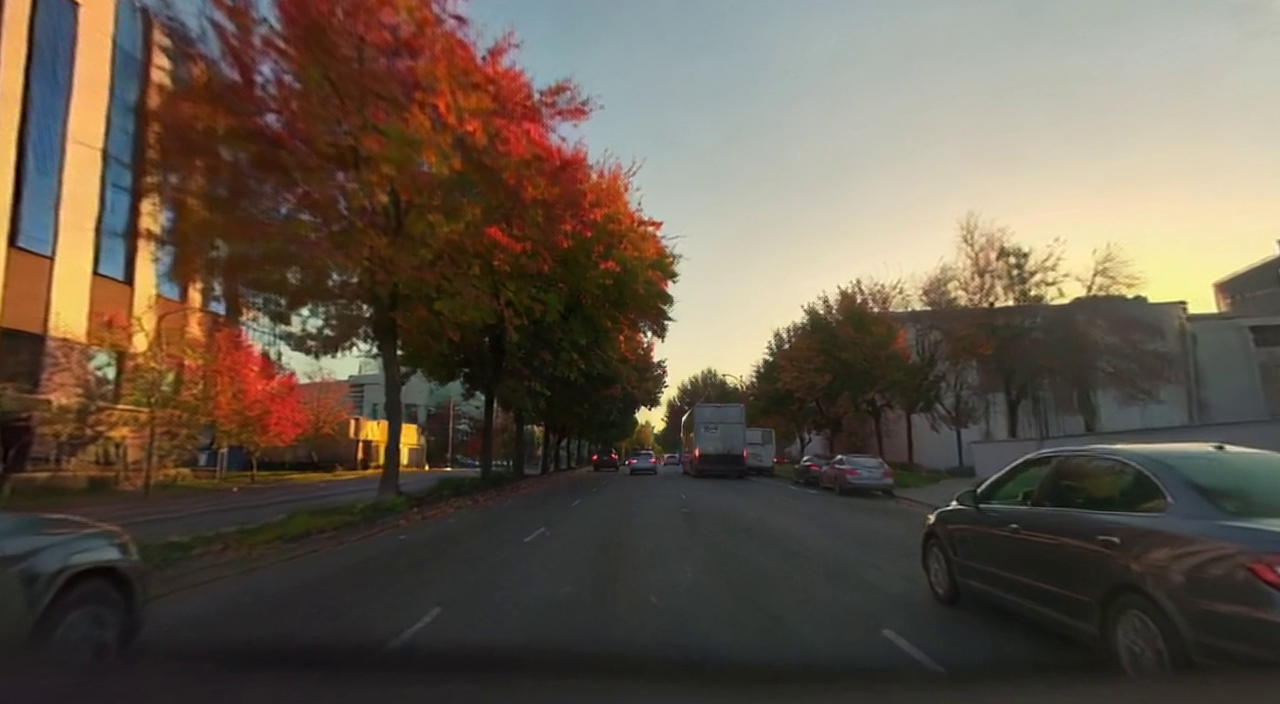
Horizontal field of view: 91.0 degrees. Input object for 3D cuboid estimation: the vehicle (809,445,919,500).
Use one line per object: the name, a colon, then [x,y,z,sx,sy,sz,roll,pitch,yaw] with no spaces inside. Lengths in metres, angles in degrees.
vehicle: [7.049,3.996,20.411,1.889,1.417,4.759,-3,-14,1]

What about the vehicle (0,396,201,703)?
vehicle: [-3.635,0.800,1.583,1.751,1.540,4.481,-1,-9,1]

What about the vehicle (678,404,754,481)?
vehicle: [3.977,5.209,35.855,3.003,3.680,10.684,0,-9,0]

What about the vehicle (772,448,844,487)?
vehicle: [7.043,4.861,26.878,1.859,1.467,4.749,0,-9,1]

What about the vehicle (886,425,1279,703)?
vehicle: [3.757,1.320,4.533,1.915,1.449,4.970,0,-9,-1]

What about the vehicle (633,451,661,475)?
vehicle: [0.470,7.807,44.427,1.846,1.528,4.348,0,-9,0]
